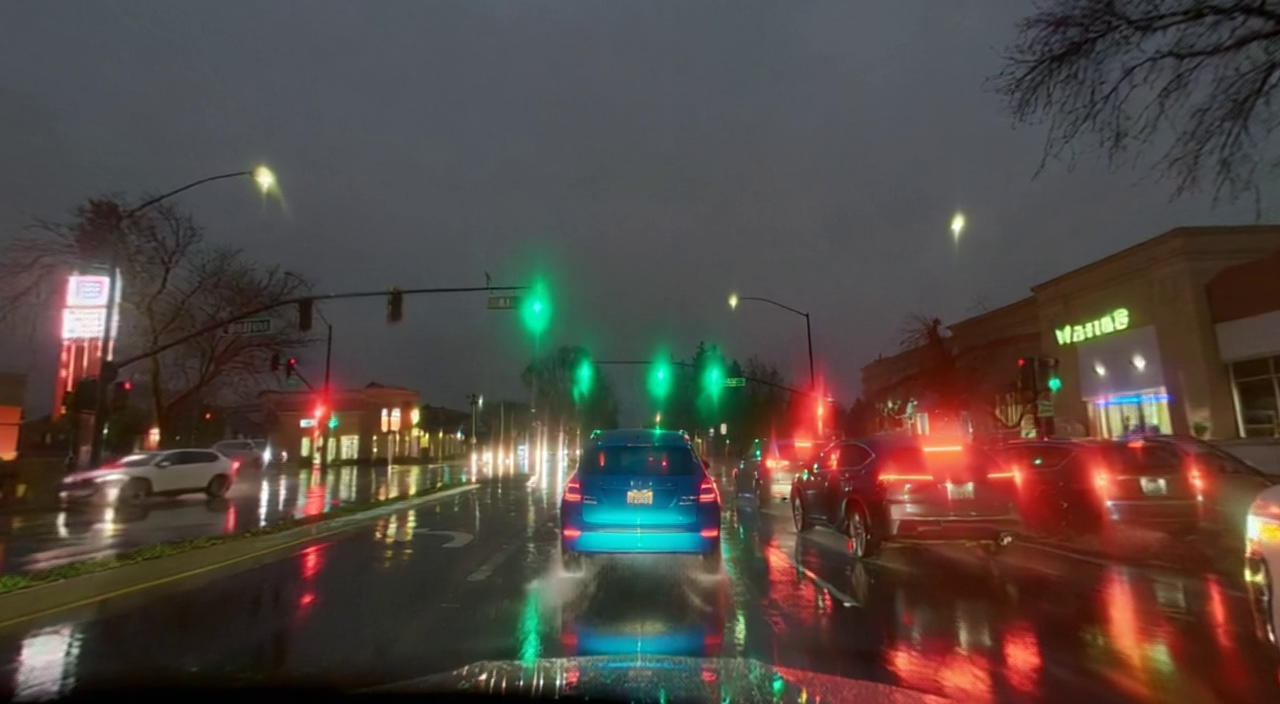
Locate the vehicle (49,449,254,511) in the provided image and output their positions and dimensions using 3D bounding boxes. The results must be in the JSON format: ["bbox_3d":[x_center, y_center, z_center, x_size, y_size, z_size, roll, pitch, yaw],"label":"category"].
[{"bbox_3d":[-14.679,3.789,19.299,2.269,1.604,4.265,-4,-9,24],"label":"vehicle"}]

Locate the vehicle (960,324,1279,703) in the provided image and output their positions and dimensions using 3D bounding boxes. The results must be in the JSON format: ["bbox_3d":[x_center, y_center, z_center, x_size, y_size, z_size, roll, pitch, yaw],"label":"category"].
[{"bbox_3d":[2.982,0.698,1.569,2.075,1.661,4.401,0,-9,1],"label":"vehicle"}]

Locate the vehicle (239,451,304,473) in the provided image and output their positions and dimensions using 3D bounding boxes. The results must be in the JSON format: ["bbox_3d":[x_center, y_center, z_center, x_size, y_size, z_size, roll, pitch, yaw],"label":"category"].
[{"bbox_3d":[-28.603,8.523,49.163,4.205,1.541,1.780,4,-10,-28],"label":"vehicle"}]

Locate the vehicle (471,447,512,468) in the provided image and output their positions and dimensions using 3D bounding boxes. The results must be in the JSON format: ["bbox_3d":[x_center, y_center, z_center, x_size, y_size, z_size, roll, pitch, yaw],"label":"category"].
[{"bbox_3d":[-11.269,8.000,48.242,2.099,1.478,4.411,0,-9,0],"label":"vehicle"}]

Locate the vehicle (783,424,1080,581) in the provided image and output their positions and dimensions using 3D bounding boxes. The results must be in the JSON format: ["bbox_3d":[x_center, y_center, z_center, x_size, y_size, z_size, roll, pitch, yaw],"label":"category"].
[{"bbox_3d":[3.323,1.781,8.297,1.865,1.496,4.170,0,-9,0],"label":"vehicle"}]

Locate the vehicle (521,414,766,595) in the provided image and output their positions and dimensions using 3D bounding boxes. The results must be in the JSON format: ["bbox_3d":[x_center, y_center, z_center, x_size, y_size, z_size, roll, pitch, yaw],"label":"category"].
[{"bbox_3d":[0.009,1.629,7.522,2.154,1.577,3.723,0,-9,-1],"label":"vehicle"}]

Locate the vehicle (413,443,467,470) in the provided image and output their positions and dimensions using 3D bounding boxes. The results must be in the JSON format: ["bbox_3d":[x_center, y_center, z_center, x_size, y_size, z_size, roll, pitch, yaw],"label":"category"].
[{"bbox_3d":[-15.083,7.891,48.041,2.395,1.903,4.860,-1,-9,1],"label":"vehicle"}]
